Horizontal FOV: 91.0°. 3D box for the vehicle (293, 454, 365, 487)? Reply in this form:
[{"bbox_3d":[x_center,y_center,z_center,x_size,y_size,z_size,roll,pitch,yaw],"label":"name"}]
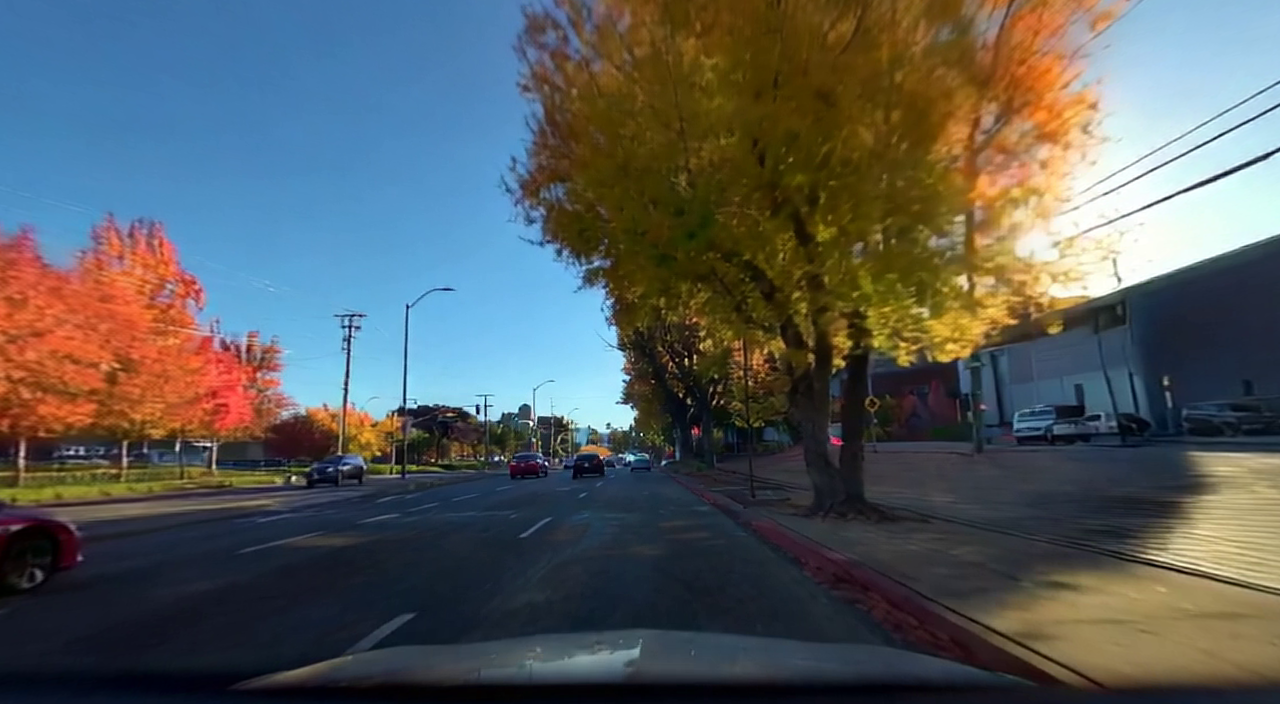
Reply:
[{"bbox_3d":[-21.155,8.071,43.098,2.077,2.020,4.964,0,-9,4],"label":"vehicle"}]

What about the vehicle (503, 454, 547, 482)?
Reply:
[{"bbox_3d":[-7.247,7.345,40.155,1.932,1.596,4.247,0,-9,1],"label":"vehicle"}]

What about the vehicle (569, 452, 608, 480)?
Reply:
[{"bbox_3d":[-3.352,7.521,41.910,2.085,1.663,4.513,0,-9,2],"label":"vehicle"}]

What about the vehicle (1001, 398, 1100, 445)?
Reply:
[{"bbox_3d":[24.731,4.329,38.290,2.347,2.576,5.846,0,-9,5],"label":"vehicle"}]
